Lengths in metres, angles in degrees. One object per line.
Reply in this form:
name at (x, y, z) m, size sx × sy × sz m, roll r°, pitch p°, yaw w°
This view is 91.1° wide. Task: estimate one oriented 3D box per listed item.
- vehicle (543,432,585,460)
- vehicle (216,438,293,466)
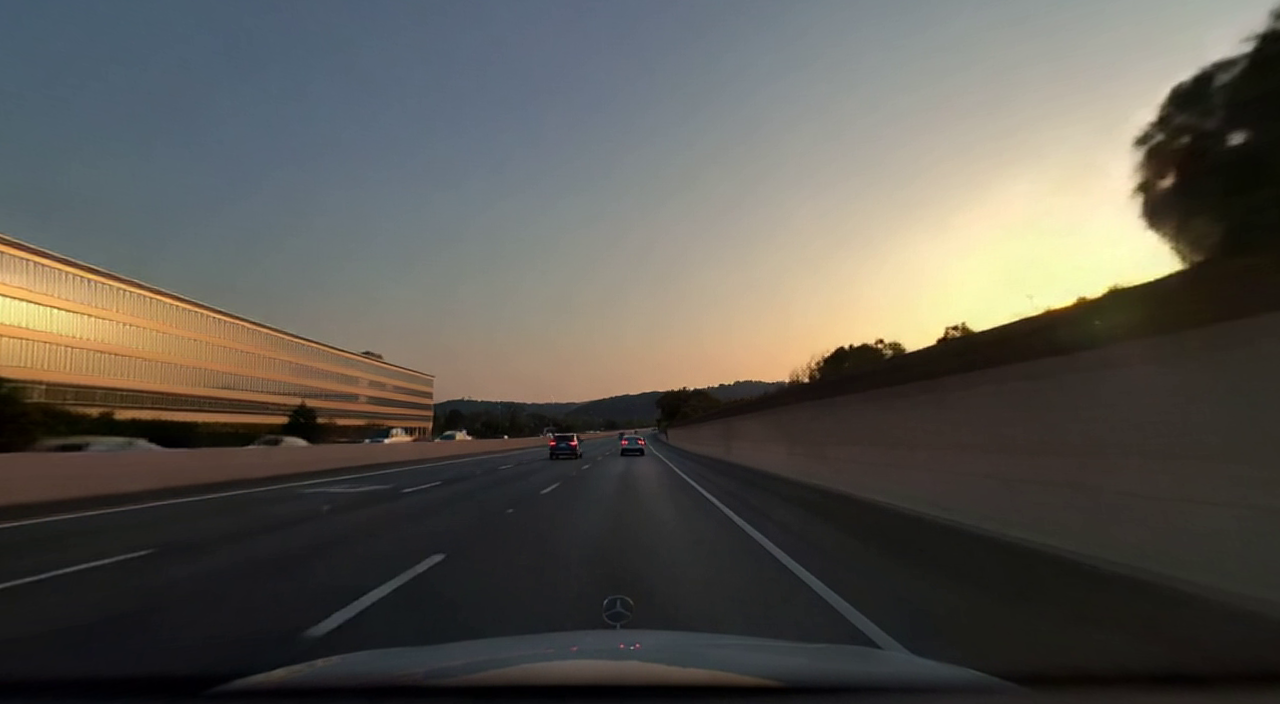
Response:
vehicle at (-4.647, 5.793, 38.943) m, size 2.036 × 1.612 × 4.510 m, roll 0°, pitch -8°, yaw 0°
vehicle at (-21.050, 5.442, 34.489) m, size 1.775 × 1.458 × 3.812 m, roll 0°, pitch -8°, yaw 0°
